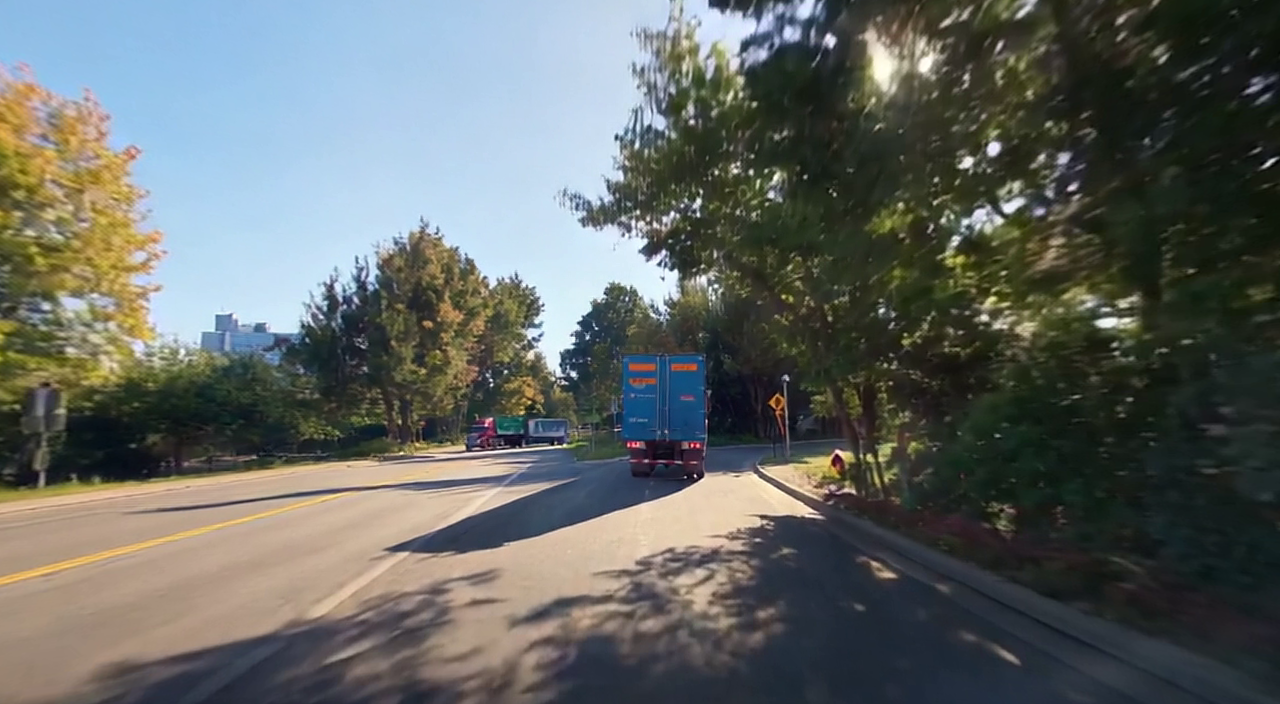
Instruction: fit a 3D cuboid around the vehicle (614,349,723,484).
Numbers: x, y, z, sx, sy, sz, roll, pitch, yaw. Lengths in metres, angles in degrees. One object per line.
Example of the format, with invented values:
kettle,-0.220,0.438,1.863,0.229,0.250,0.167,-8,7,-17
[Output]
vehicle,1.349,2.360,21.926,2.937,3.647,9.344,-2,-7,7
